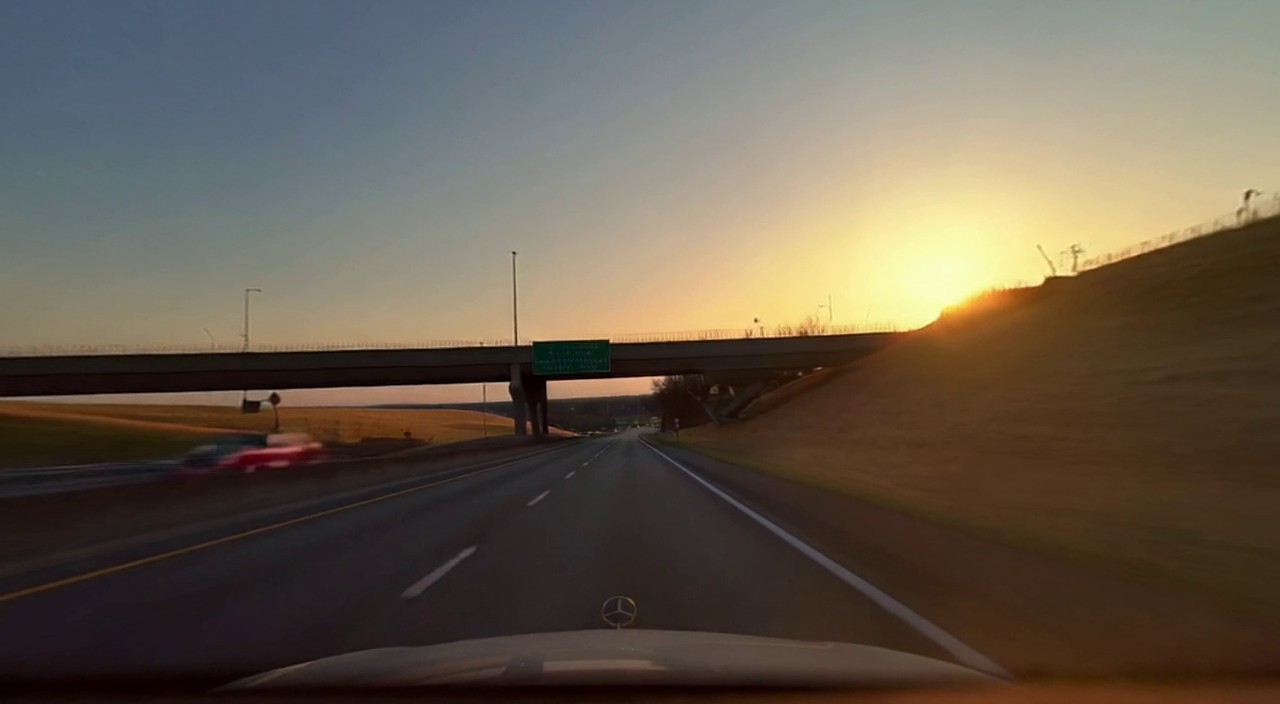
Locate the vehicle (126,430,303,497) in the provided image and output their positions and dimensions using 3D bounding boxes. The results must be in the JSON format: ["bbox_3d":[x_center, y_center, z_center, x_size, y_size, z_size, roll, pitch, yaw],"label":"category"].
[{"bbox_3d":[-11.091,2.891,16.845,1.873,1.543,4.139,0,-8,-1],"label":"vehicle"}]
